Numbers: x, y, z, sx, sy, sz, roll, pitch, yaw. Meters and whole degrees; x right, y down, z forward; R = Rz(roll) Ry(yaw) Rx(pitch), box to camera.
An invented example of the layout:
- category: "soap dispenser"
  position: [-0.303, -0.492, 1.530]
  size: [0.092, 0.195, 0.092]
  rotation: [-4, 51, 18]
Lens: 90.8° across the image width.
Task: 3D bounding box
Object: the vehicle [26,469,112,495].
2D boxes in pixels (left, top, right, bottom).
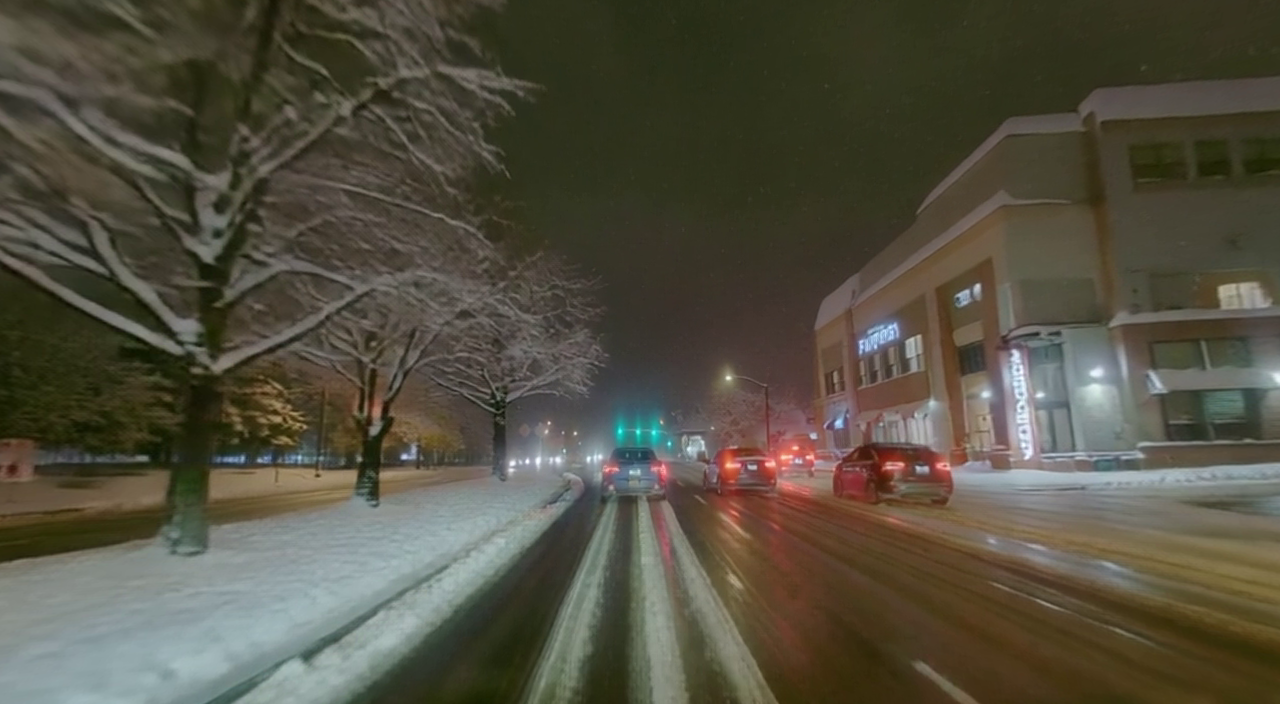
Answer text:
- category: "vehicle"
  position: [-41.097, 9.329, 45.624]
  size: [1.864, 1.585, 4.629]
  rotation: [-1, -9, -1]

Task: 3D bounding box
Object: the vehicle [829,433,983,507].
- category: "vehicle"
  position: [7.035, 3.180, 17.426]
  size: [2.052, 1.708, 4.842]
  rotation: [0, -9, -1]

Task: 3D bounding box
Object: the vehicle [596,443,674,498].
- category: "vehicle"
  position: [-0.225, 3.554, 19.271]
  size: [2.101, 1.444, 4.248]
  rotation: [0, -9, -2]

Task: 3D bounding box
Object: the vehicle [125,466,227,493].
- category: "vehicle"
  position: [-28.200, 7.770, 38.468]
  size: [4.693, 1.499, 1.838]
  rotation: [0, -9, 0]

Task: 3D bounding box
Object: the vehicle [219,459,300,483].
- category: "vehicle"
  position: [-28.005, 8.770, 46.585]
  size: [4.640, 1.640, 2.026]
  rotation: [-1, -9, 1]

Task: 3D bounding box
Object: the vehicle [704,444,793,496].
- category: "vehicle"
  position: [3.362, 3.742, 20.378]
  size: [1.993, 1.477, 4.240]
  rotation: [0, -9, -2]
